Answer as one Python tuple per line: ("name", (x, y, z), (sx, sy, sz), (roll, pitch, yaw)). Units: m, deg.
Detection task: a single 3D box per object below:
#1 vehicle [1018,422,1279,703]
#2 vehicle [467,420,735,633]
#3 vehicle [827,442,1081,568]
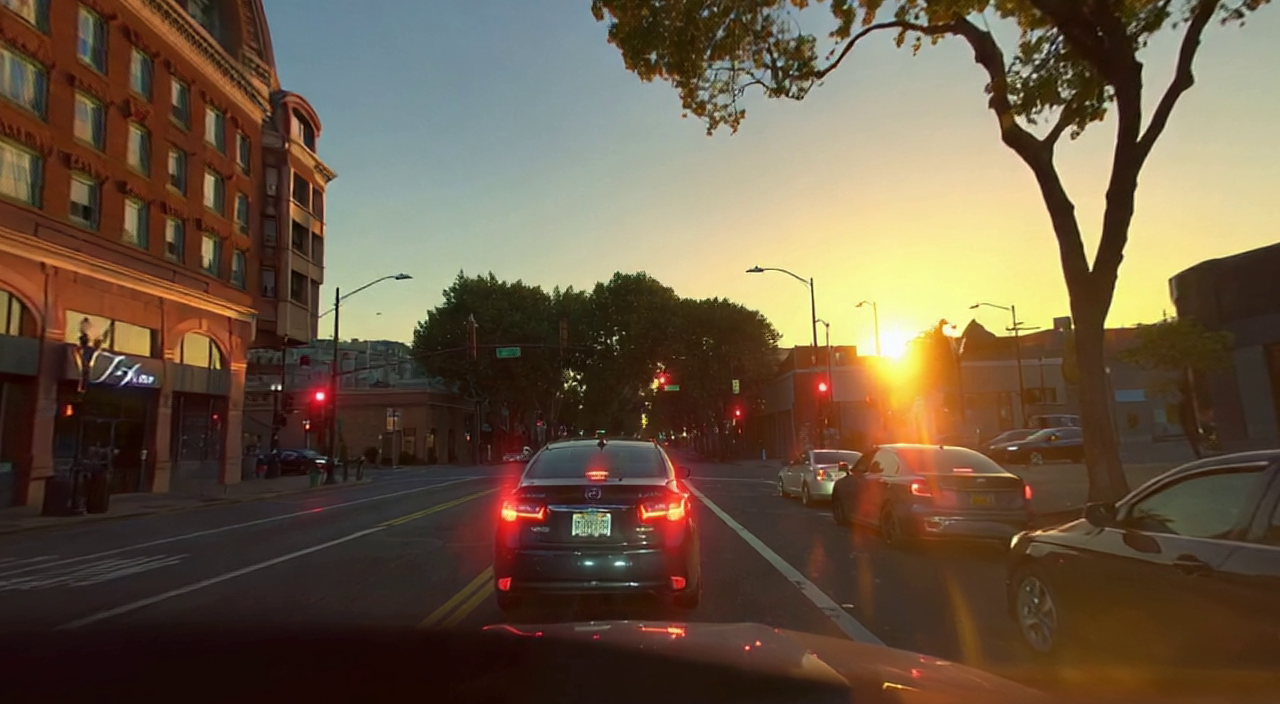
("vehicle", (3.177, 0.828, 1.110), (2.006, 1.496, 4.767), (0, -9, -1))
("vehicle", (-0.280, 1.511, 6.379), (1.888, 1.489, 3.703), (0, -8, 0))
("vehicle", (4.536, 2.217, 10.085), (1.912, 1.505, 4.618), (-1, -8, 4))
